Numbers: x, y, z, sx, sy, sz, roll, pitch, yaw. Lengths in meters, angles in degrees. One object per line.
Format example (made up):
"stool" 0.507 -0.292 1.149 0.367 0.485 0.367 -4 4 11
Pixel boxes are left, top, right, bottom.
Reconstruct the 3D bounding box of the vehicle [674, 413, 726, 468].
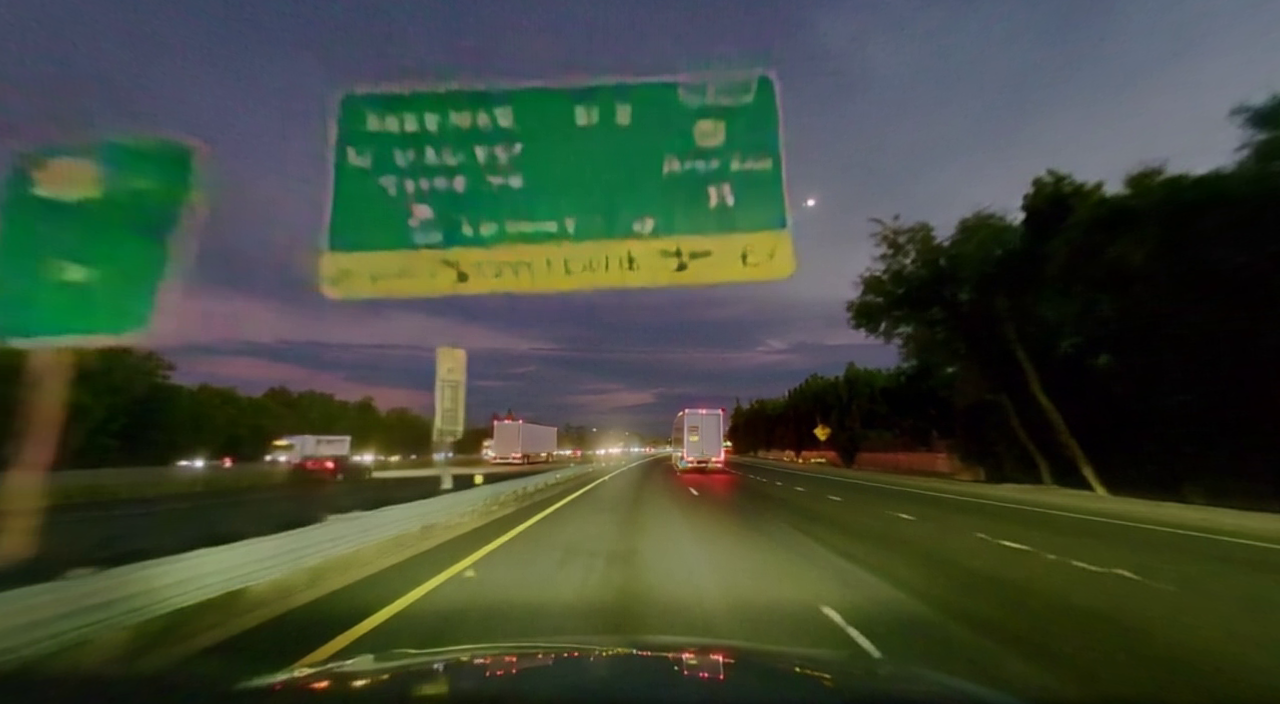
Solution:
"vehicle" 4.371 7.015 49.335 2.928 3.595 13.975 0 -9 1

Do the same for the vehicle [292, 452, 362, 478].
"vehicle" -18.649 6.750 37.770 1.833 1.438 4.011 -1 -9 5
